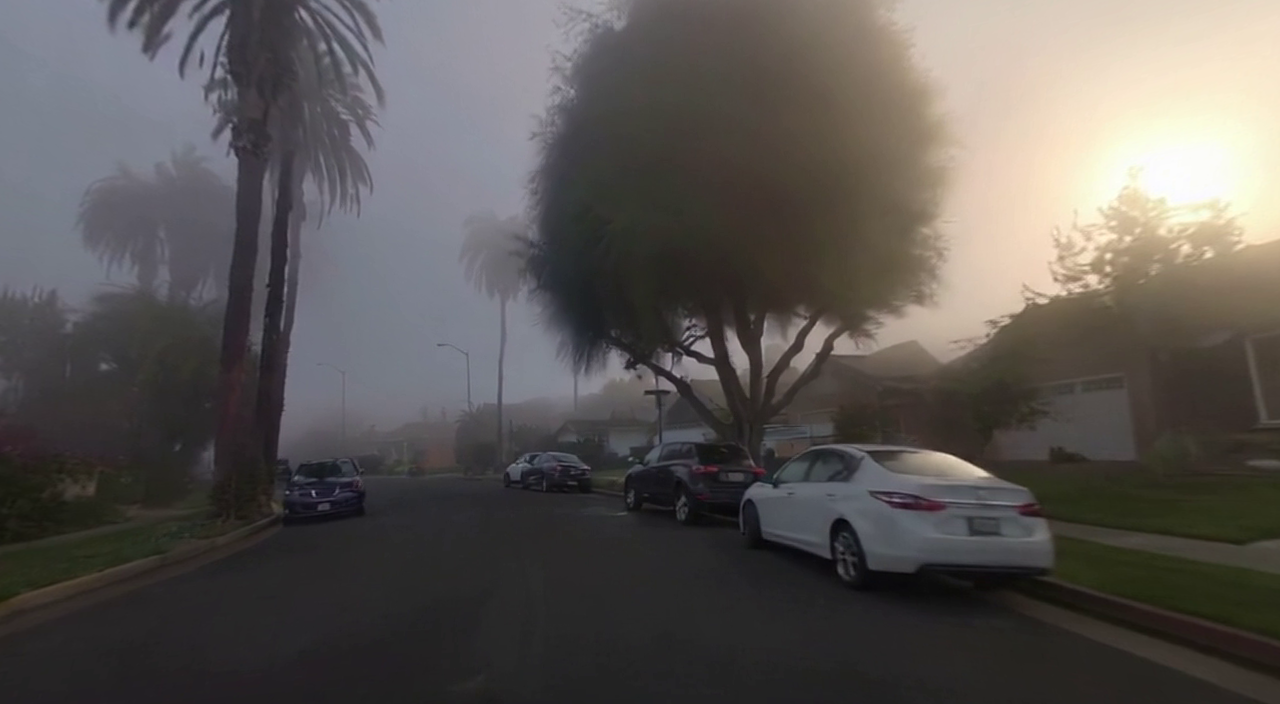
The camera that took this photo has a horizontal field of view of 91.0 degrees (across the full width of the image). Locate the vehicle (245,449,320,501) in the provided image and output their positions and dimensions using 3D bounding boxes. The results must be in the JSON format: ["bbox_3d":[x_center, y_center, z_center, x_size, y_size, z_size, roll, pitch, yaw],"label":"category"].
[{"bbox_3d":[-19.760,6.824,34.648,2.395,2.109,5.628,1,-13,-42],"label":"vehicle"}]

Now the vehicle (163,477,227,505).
[{"bbox_3d":[-29.869,9.293,42.221,4.390,1.559,1.812,-5,-10,32],"label":"vehicle"}]

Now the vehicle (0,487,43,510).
[{"bbox_3d":[-49.760,11.527,49.415,4.391,1.591,1.942,-3,-8,12],"label":"vehicle"}]

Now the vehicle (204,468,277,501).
[{"bbox_3d":[-24.727,8.151,38.857,4.944,1.819,2.001,-9,-12,35],"label":"vehicle"}]

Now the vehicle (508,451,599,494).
[{"bbox_3d":[-3.571,4.742,25.184,2.006,1.484,4.768,5,-10,-28],"label":"vehicle"}]

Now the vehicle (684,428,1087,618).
[{"bbox_3d":[2.296,1.763,7.743,2.108,1.503,4.977,2,-9,-13],"label":"vehicle"}]

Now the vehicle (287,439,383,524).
[{"bbox_3d":[-8.149,3.424,17.190,2.026,1.816,4.532,-2,-8,-22],"label":"vehicle"}]
